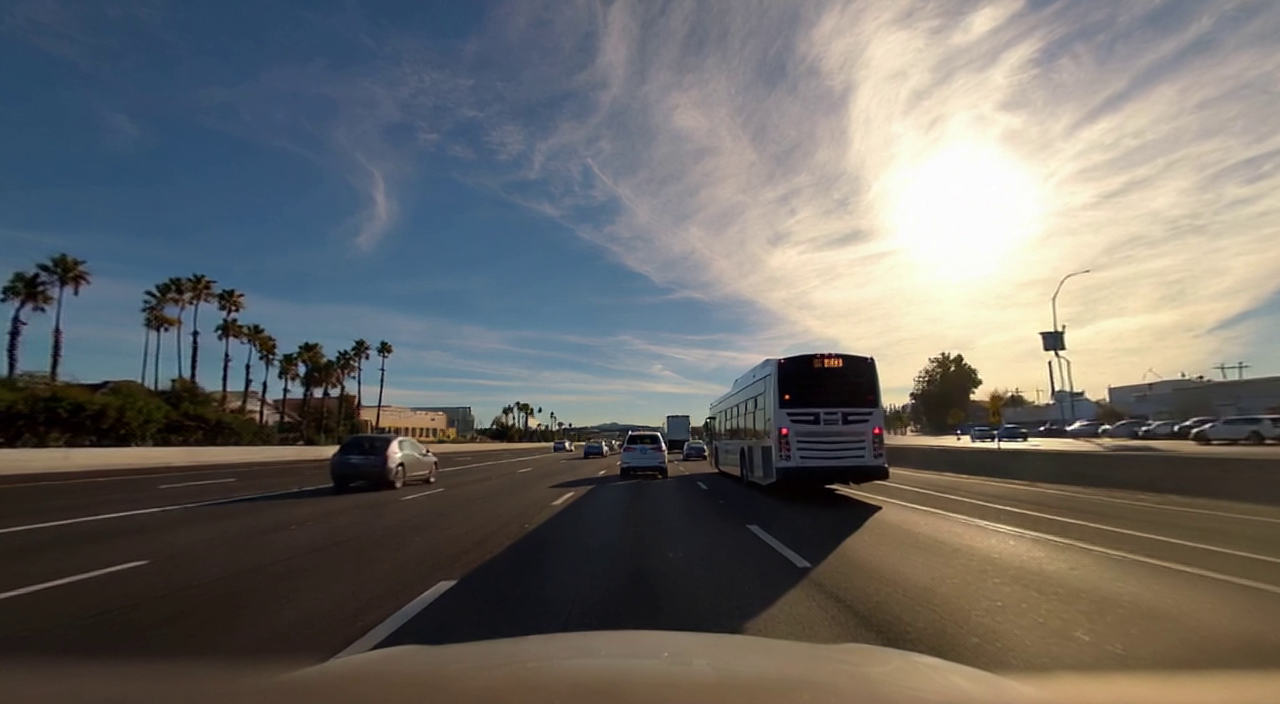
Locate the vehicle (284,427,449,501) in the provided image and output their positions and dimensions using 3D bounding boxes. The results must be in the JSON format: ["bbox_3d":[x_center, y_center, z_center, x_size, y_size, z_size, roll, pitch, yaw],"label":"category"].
[{"bbox_3d":[-7.208,3.017,17.340,2.291,1.729,4.879,0,-9,1],"label":"vehicle"}]

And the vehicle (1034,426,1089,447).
[{"bbox_3d":[32.749,6.625,49.084,1.795,1.481,3.986,-1,-9,5],"label":"vehicle"}]

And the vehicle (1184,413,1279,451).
[{"bbox_3d":[30.604,4.111,31.897,2.003,1.777,4.990,-1,-9,6],"label":"vehicle"}]

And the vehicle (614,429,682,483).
[{"bbox_3d":[0.302,3.801,23.263,2.268,1.796,4.280,0,-9,1],"label":"vehicle"}]

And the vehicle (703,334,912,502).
[{"bbox_3d":[4.289,2.467,20.644,3.020,3.622,14.302,0,-9,0],"label":"vehicle"}]
